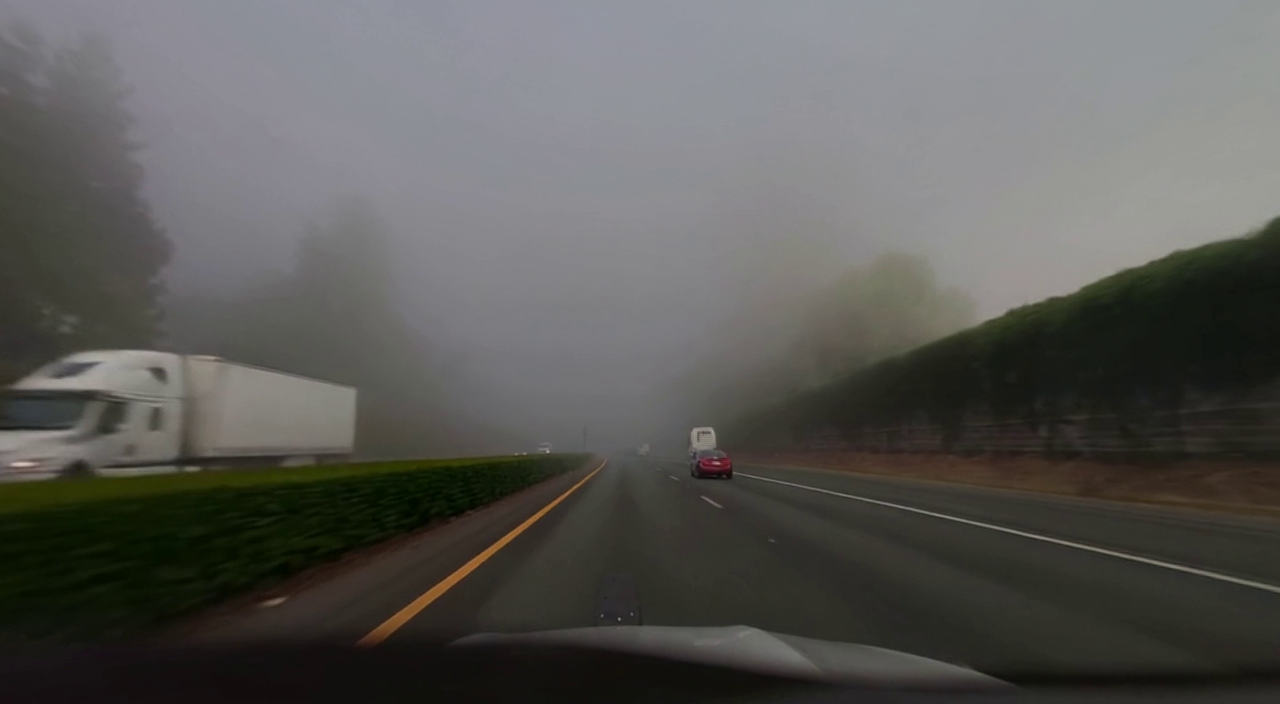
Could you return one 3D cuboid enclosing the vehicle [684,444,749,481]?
[{"bbox_3d":[3.375,5.008,28.626,2.244,1.498,4.338,0,-9,-3],"label":"vehicle"}]

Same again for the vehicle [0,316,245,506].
[{"bbox_3d":[-13.635,1.661,16.107,2.974,3.986,5.874,0,-9,-1],"label":"vehicle"}]
